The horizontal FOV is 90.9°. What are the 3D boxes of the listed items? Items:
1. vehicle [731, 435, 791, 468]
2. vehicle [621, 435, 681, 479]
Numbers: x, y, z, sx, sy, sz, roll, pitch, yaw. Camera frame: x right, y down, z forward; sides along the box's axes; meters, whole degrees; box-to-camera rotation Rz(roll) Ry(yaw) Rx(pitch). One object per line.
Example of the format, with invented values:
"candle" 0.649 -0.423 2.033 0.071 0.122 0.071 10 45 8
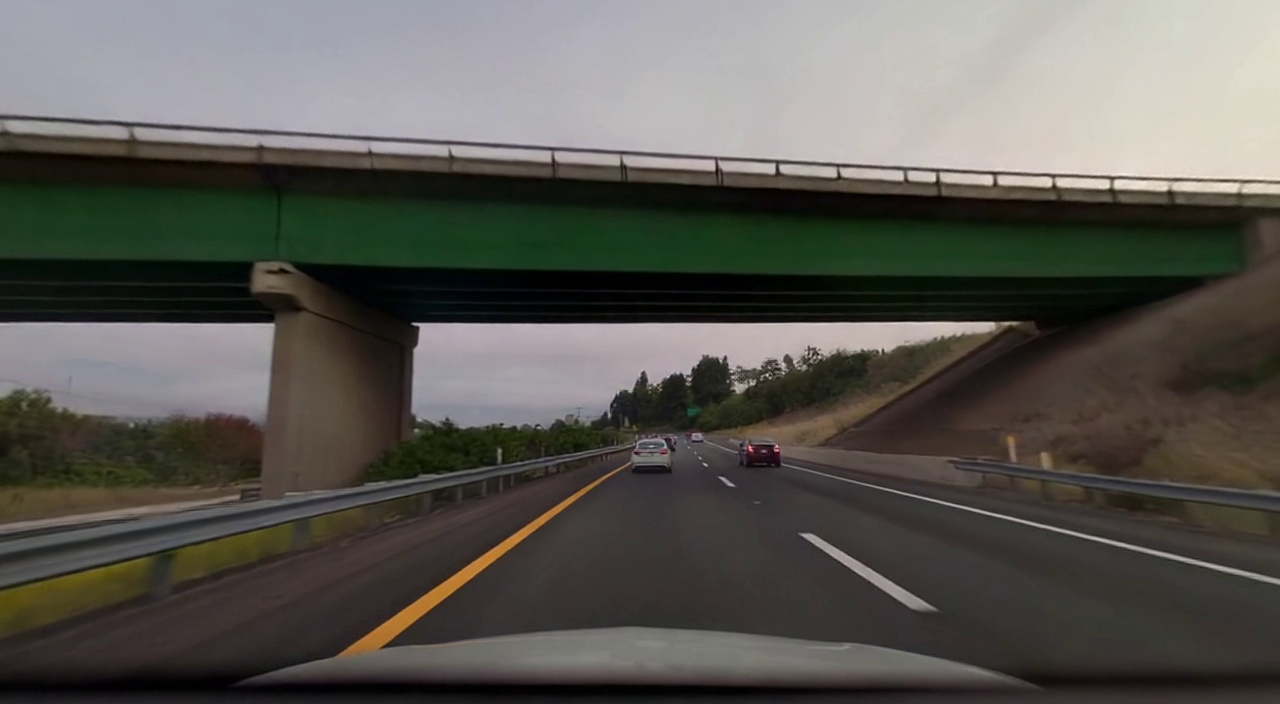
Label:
"vehicle" 5.776 4.806 30.585 2.163 1.489 4.470 0 -8 2
"vehicle" 0.466 3.803 23.097 1.993 1.461 3.812 -1 -8 3
